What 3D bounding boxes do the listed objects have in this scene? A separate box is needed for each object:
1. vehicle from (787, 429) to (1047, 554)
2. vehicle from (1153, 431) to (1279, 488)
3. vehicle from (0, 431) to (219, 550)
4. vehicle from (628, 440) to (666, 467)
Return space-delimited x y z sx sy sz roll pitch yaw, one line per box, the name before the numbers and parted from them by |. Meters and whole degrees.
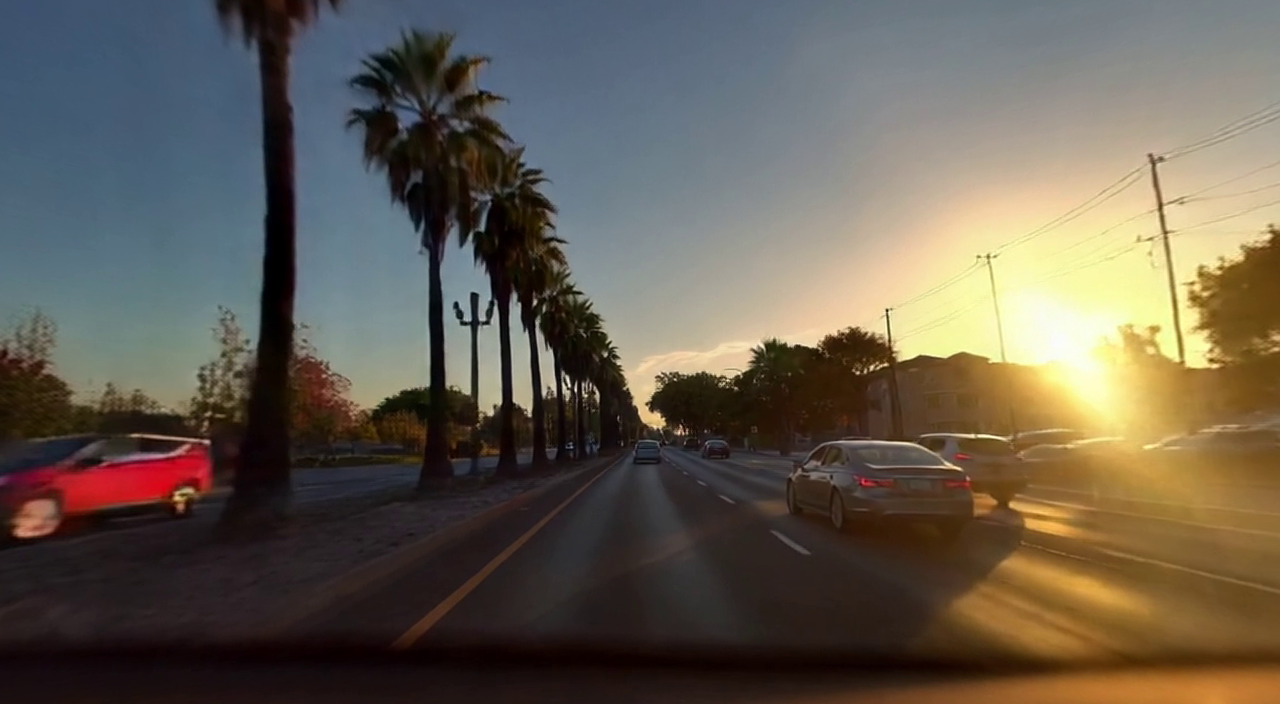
vehicle | 3.783 1.963 9.701 1.875 1.452 4.453 0 -8 -2
vehicle | 21.667 3.876 23.080 1.945 1.838 4.603 0 -8 0
vehicle | -10.660 2.442 11.853 2.238 1.766 4.710 -1 -8 0
vehicle | 0.342 5.818 36.441 2.031 1.444 4.361 0 -8 -2
